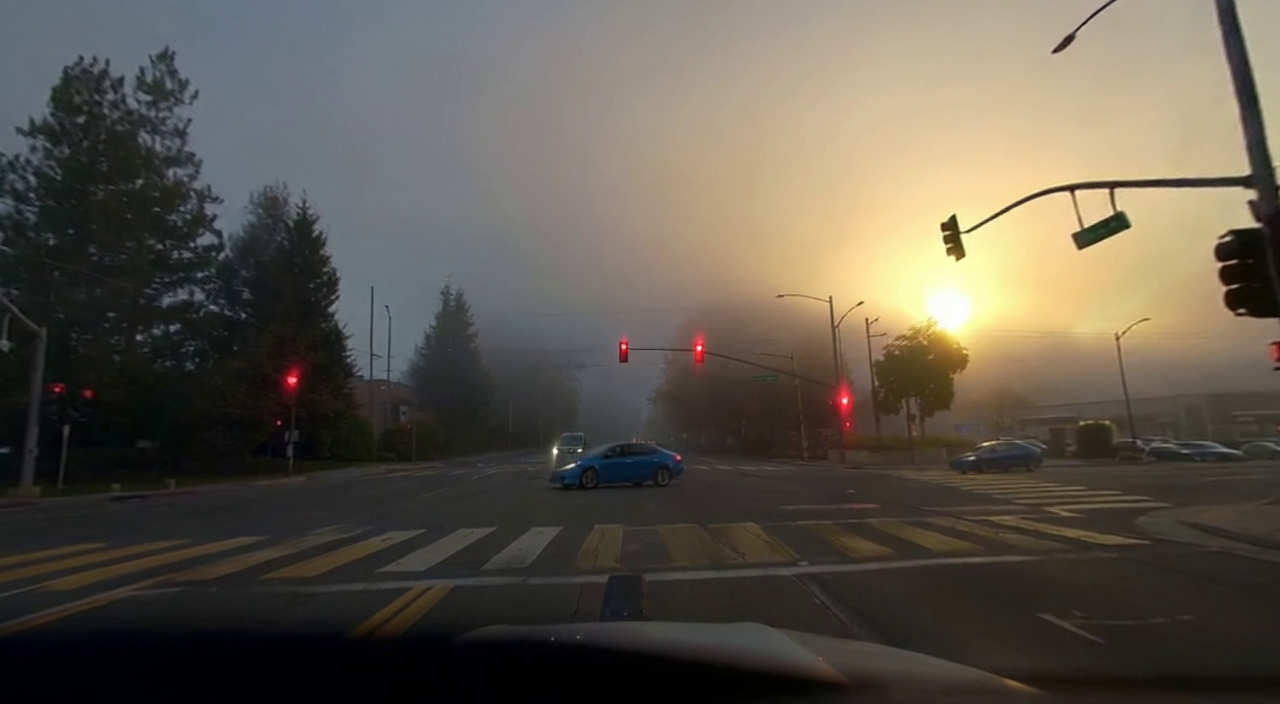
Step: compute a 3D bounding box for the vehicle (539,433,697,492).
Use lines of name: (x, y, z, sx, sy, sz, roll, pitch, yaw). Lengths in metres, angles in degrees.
vehicle: (-0.508, 3.128, 18.273, 1.864, 1.482, 4.528, -8, -12, 44)

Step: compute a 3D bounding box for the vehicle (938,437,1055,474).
vehicle: (15.409, 4.447, 27.248, 4.377, 1.523, 1.877, 3, -9, -19)
